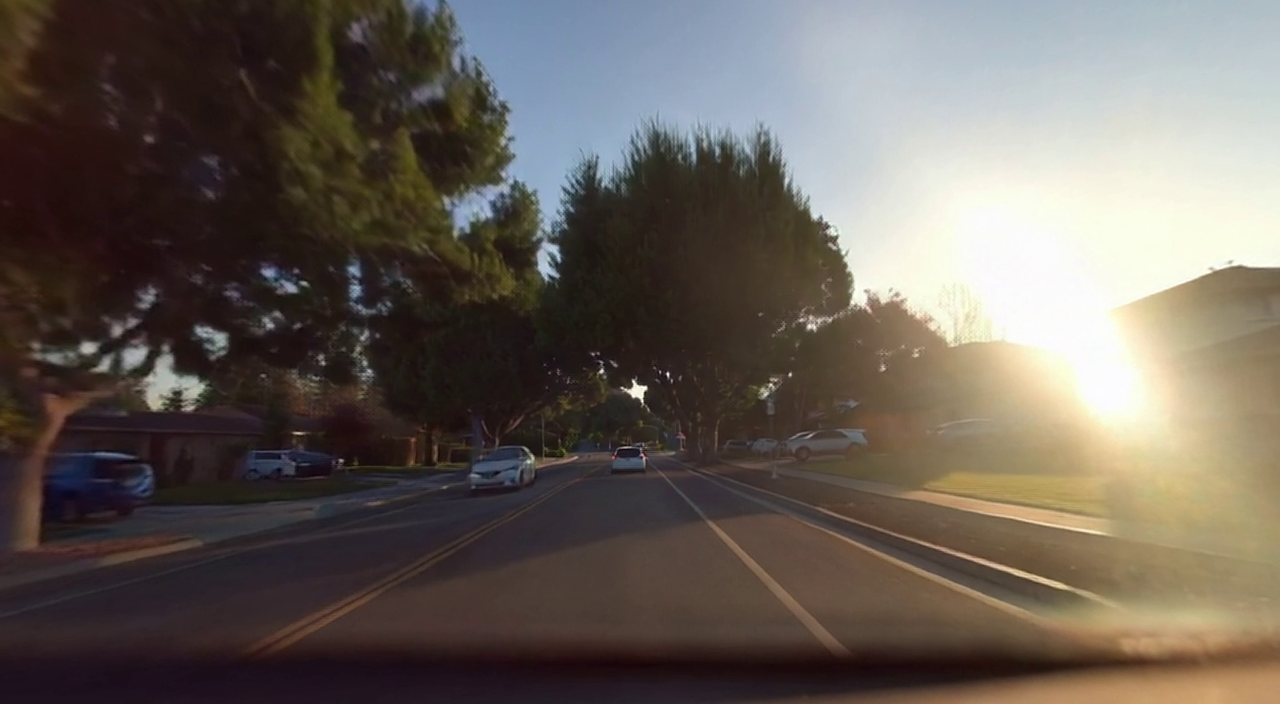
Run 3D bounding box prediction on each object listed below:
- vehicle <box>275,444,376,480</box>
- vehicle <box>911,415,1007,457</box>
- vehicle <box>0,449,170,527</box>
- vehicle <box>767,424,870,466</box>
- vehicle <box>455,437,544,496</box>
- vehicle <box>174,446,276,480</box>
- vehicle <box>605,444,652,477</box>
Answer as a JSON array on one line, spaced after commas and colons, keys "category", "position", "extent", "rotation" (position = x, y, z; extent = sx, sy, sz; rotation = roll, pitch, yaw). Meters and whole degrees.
[{"category": "vehicle", "position": [-17.383, 6.091, 35.121], "extent": [4.463, 1.917, 1.970], "rotation": [1, -9, -5]}, {"category": "vehicle", "position": [15.299, 3.996, 30.266], "extent": [4.462, 1.699, 2.145], "rotation": [2, -8, -36]}, {"category": "vehicle", "position": [-14.857, 3.311, 15.744], "extent": [4.608, 1.743, 2.222], "rotation": [-1, -9, 6]}, {"category": "vehicle", "position": [9.217, 4.853, 32.892], "extent": [4.634, 1.723, 1.966], "rotation": [-4, -8, -3]}, {"category": "vehicle", "position": [-5.123, 4.214, 23.719], "extent": [2.256, 1.838, 4.613], "rotation": [-3, -9, 0]}, {"category": "vehicle", "position": [-22.861, 6.121, 34.911], "extent": [4.181, 1.784, 1.907], "rotation": [0, -10, -1]}, {"category": "vehicle", "position": [-0.553, 5.210, 30.657], "extent": [2.098, 1.483, 4.099], "rotation": [0, -9, -1]}]
